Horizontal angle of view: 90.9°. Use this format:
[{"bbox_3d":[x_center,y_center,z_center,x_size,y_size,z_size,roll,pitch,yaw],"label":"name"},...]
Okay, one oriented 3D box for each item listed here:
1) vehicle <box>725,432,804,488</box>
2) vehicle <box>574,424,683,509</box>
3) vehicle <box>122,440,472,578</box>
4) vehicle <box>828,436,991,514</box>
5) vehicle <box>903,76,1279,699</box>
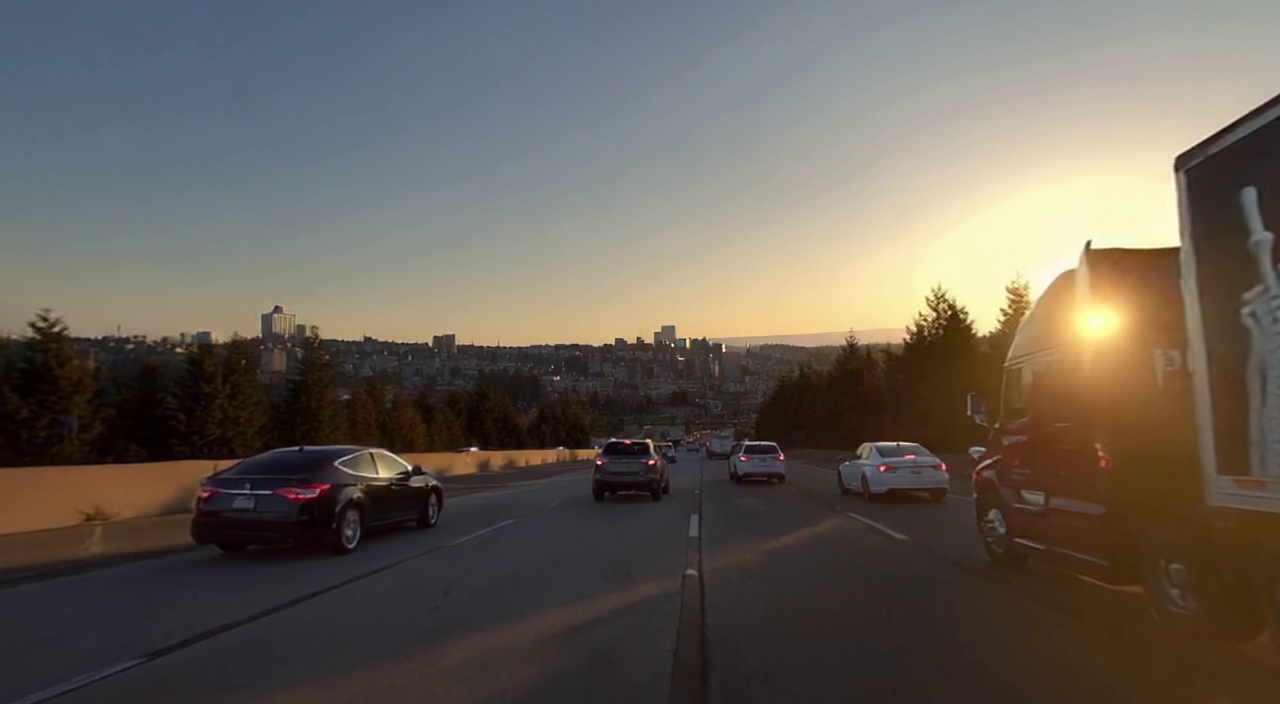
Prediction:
[{"bbox_3d":[4.146,3.690,21.824,2.156,1.701,4.494,-1,-8,5],"label":"vehicle"},{"bbox_3d":[-0.112,2.813,15.966,2.153,1.805,4.631,-1,-8,6],"label":"vehicle"},{"bbox_3d":[-4.404,2.051,9.331,1.965,1.443,4.968,-2,-8,7],"label":"vehicle"},{"bbox_3d":[5.817,2.678,14.321,2.053,1.473,4.383,-1,-8,4],"label":"vehicle"},{"bbox_3d":[4.926,0.323,4.222,2.987,3.212,9.311,-1,-8,5],"label":"vehicle"}]
